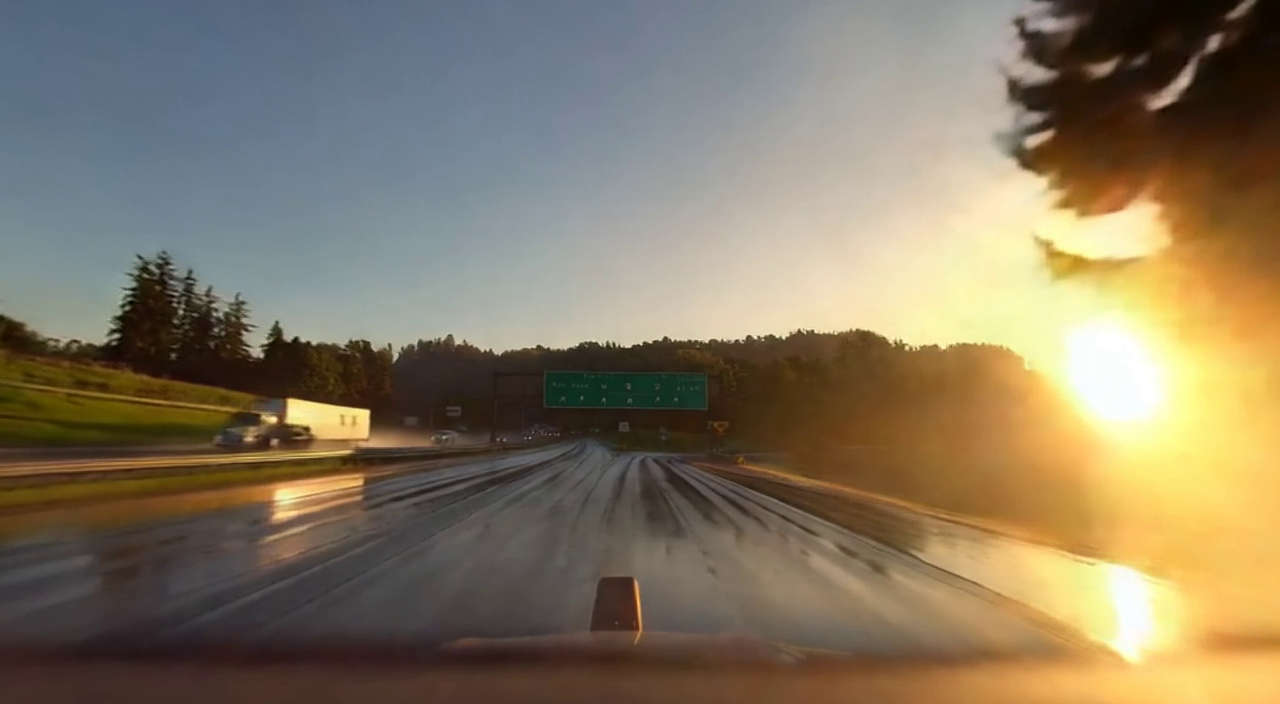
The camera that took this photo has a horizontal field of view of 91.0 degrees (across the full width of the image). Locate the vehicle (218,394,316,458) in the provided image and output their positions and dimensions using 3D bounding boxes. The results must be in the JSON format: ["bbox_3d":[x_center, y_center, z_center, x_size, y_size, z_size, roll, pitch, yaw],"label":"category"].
[{"bbox_3d":[-24.441,4.959,41.651,2.990,3.898,5.964,1,-8,-4],"label":"vehicle"}]
